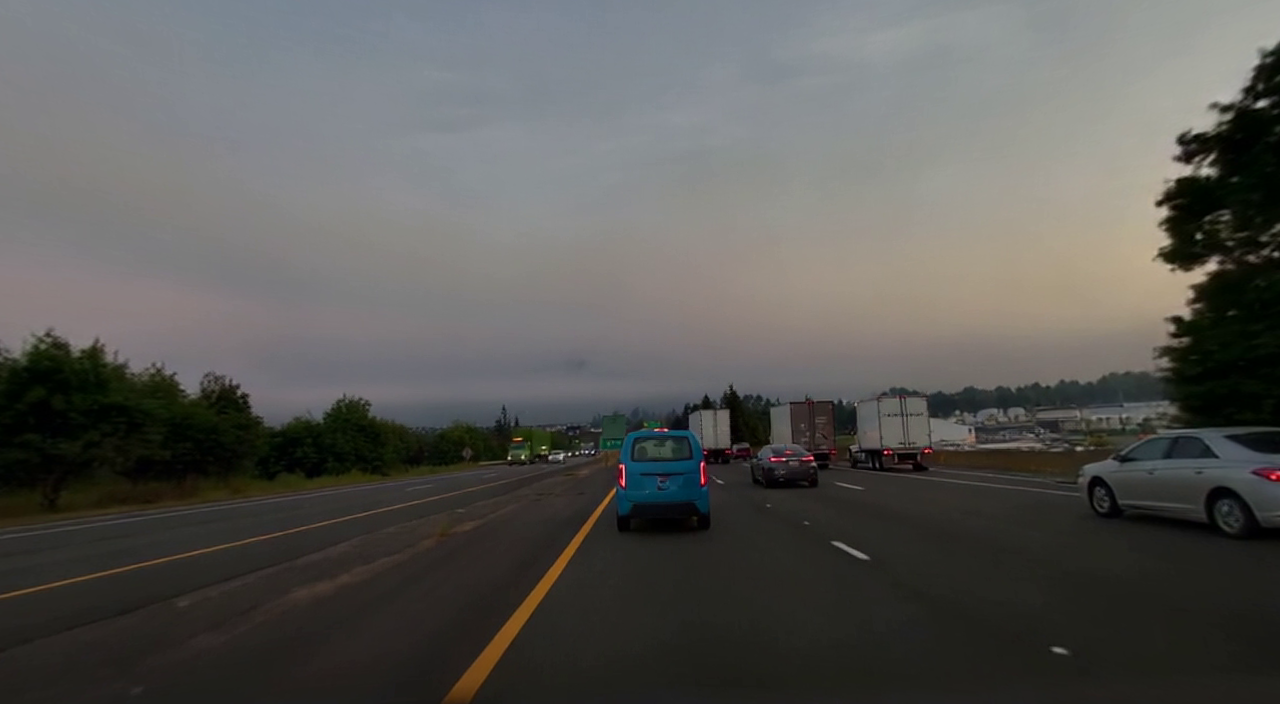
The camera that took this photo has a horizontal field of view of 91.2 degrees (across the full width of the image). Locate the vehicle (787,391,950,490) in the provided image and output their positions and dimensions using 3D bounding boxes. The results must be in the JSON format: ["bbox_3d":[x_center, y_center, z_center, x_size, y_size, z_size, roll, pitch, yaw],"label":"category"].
[{"bbox_3d":[8.727,3.701,25.888,2.799,3.188,10.578,0,-9,0],"label":"vehicle"}]

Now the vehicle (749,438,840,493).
[{"bbox_3d":[4.640,3.459,19.375,1.859,1.512,3.711,0,-9,0],"label":"vehicle"}]

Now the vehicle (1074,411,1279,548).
[{"bbox_3d":[8.798,1.768,9.048,1.913,1.652,4.384,-1,-9,1],"label":"vehicle"}]

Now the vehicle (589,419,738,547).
[{"bbox_3d":[0.312,1.995,10.073,1.965,1.664,3.428,0,-9,0],"label":"vehicle"}]
